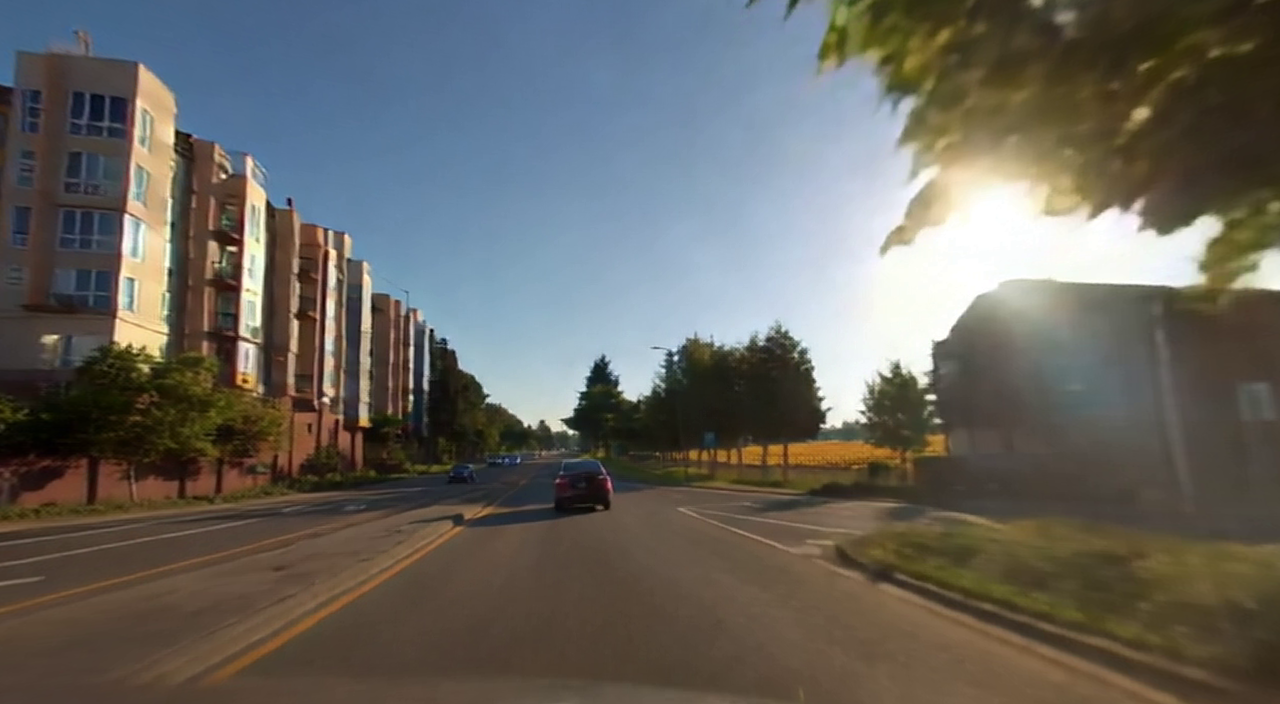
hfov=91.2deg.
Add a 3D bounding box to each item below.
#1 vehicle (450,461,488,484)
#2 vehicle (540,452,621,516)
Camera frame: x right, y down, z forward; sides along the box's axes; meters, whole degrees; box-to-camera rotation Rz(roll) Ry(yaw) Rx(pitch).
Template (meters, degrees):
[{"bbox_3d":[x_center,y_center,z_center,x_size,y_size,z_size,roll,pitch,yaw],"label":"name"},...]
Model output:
[{"bbox_3d":[-12.881,9.077,47.444,2.018,1.498,4.168,0,-9,-6],"label":"vehicle"},{"bbox_3d":[-1.790,3.614,17.619,2.014,1.525,3.670,0,-9,-9],"label":"vehicle"}]
